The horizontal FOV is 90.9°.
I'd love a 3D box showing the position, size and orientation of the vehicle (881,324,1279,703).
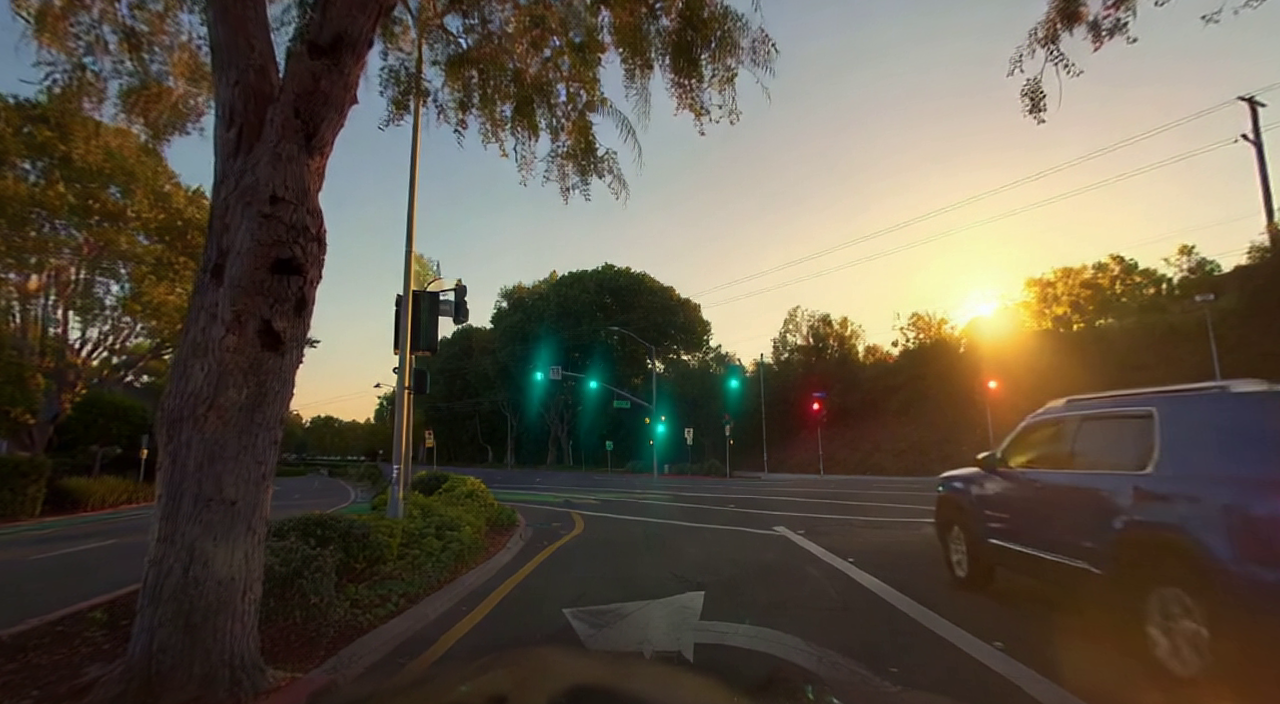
[{"bbox_3d":[3.864,1.046,4.600,2.284,1.788,4.871,-1,-8,0],"label":"vehicle"}]
